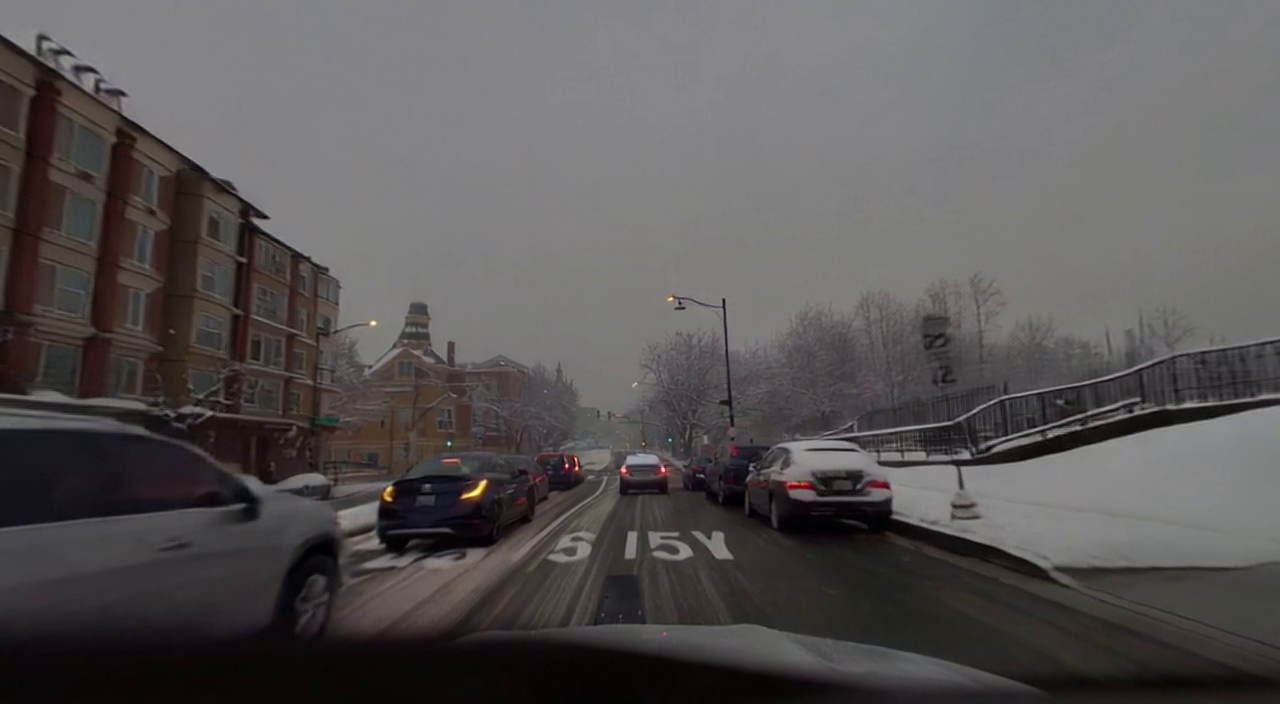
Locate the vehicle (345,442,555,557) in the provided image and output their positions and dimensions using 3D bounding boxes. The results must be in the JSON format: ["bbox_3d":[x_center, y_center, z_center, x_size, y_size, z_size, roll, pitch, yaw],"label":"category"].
[{"bbox_3d":[-2.798,2.271,10.576,2.109,1.477,4.509,0,-8,0],"label":"vehicle"}]

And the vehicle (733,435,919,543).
[{"bbox_3d":[2.934,2.249,11.092,1.933,1.501,4.349,0,-8,0],"label":"vehicle"}]

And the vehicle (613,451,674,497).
[{"bbox_3d":[0.075,4.417,23.171,2.026,1.496,3.701,0,-8,-1],"label":"vehicle"}]

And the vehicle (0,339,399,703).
[{"bbox_3d":[-3.031,0.972,2.988,2.065,1.705,4.353,0,-8,0],"label":"vehicle"}]
